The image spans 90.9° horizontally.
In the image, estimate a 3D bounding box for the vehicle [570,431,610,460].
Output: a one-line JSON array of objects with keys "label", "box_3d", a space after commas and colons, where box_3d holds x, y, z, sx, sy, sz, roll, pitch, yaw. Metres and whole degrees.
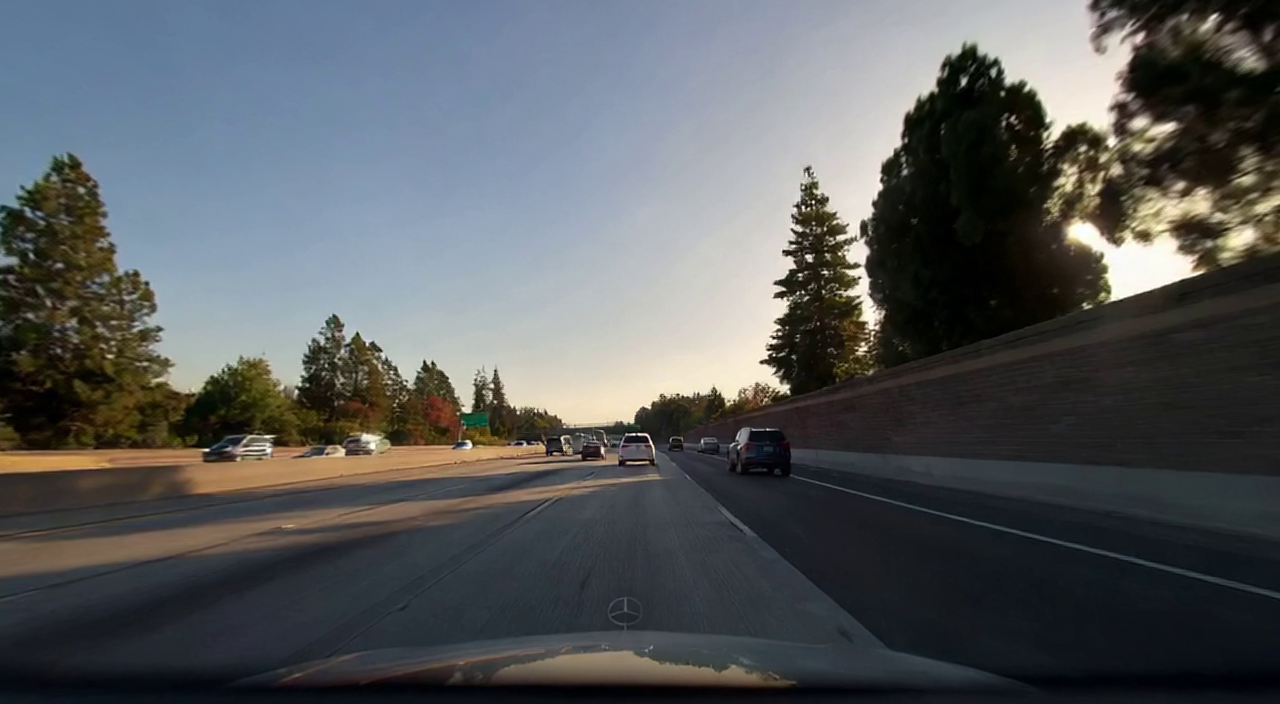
[{"label": "vehicle", "box_3d": [-3.481, 6.687, 44.971, 2.274, 1.896, 5.571, 0, -9, 2]}]

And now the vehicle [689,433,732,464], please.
[{"label": "vehicle", "box_3d": [3.944, 5.495, 35.976, 2.001, 1.651, 3.916, 0, -9, 0]}]

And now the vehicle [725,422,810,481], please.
[{"label": "vehicle", "box_3d": [4.264, 3.434, 21.883, 2.017, 1.847, 4.299, 0, -9, 0]}]

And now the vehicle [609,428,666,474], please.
[{"label": "vehicle", "box_3d": [-0.085, 4.219, 26.912, 2.233, 1.804, 4.273, 0, -9, 0]}]

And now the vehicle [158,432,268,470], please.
[{"label": "vehicle", "box_3d": [-29.173, 6.805, 43.502, 2.645, 2.416, 6.919, 0, -9, 1]}]
